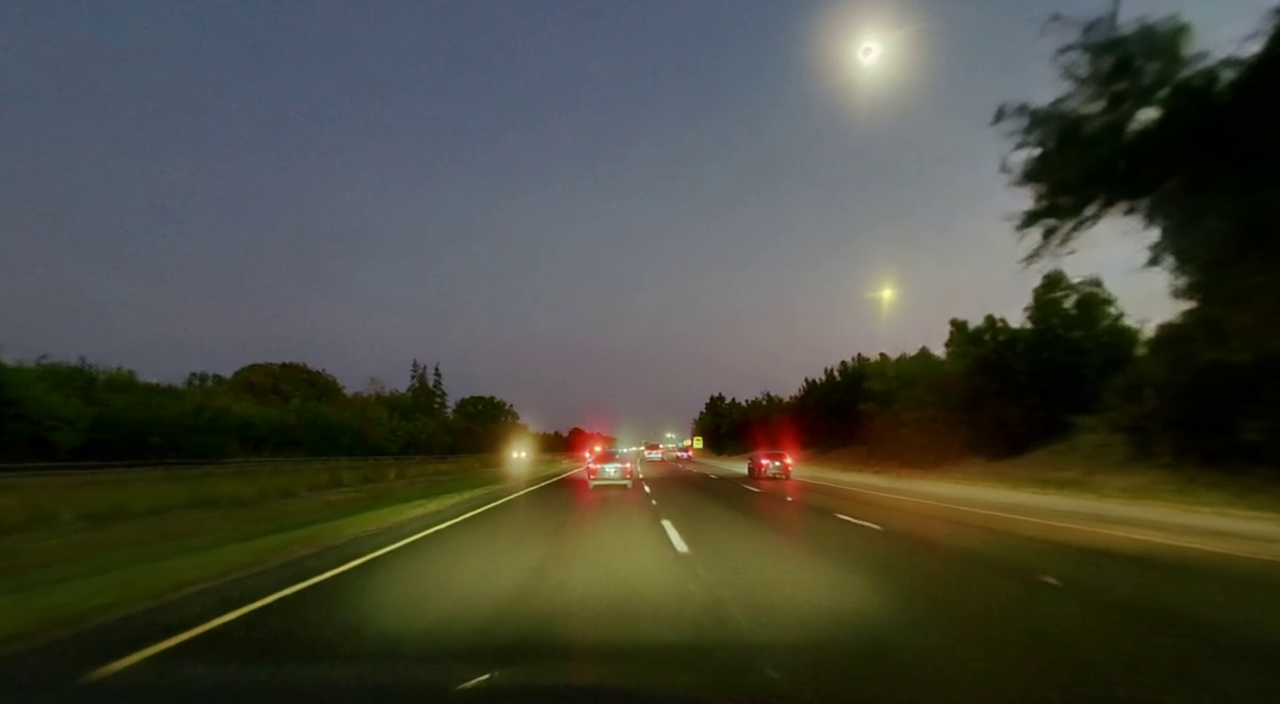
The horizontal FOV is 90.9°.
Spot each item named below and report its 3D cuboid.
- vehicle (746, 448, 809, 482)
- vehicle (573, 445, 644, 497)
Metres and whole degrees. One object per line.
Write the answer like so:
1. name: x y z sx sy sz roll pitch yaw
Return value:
1. vehicle: 6.287 5.194 29.213 1.926 1.483 3.528 0 -9 -3
2. vehicle: -0.968 3.770 20.397 2.053 1.483 4.185 0 -9 -2
